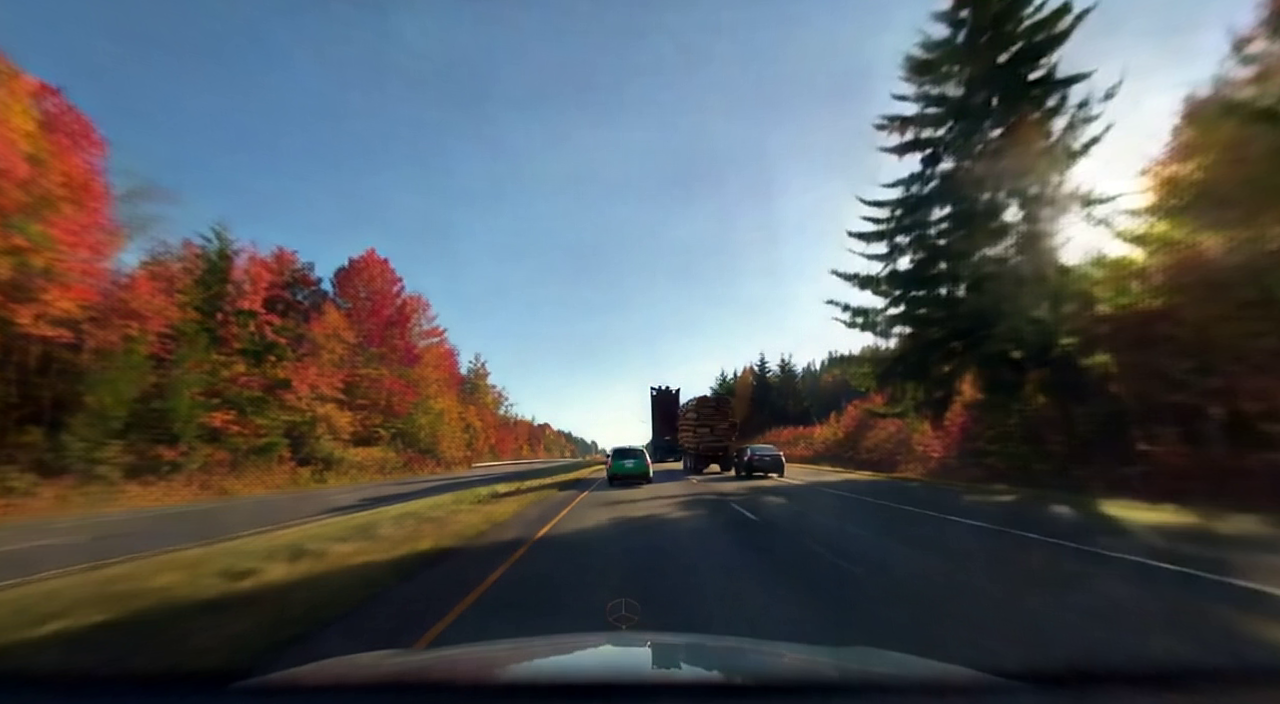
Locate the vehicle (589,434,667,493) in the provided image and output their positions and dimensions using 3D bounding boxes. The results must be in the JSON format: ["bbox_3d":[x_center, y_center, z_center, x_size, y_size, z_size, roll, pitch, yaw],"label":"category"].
[{"bbox_3d":[-0.394,3.553,20.299,2.263,1.699,3.936,0,-9,-1],"label":"vehicle"}]

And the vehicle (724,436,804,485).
[{"bbox_3d":[4.675,4.162,24.305,2.057,1.660,4.525,0,-9,-1],"label":"vehicle"}]

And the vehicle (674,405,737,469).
[{"bbox_3d":[4.284,5.894,42.972,3.125,3.895,8.461,0,-9,-2],"label":"vehicle"}]
